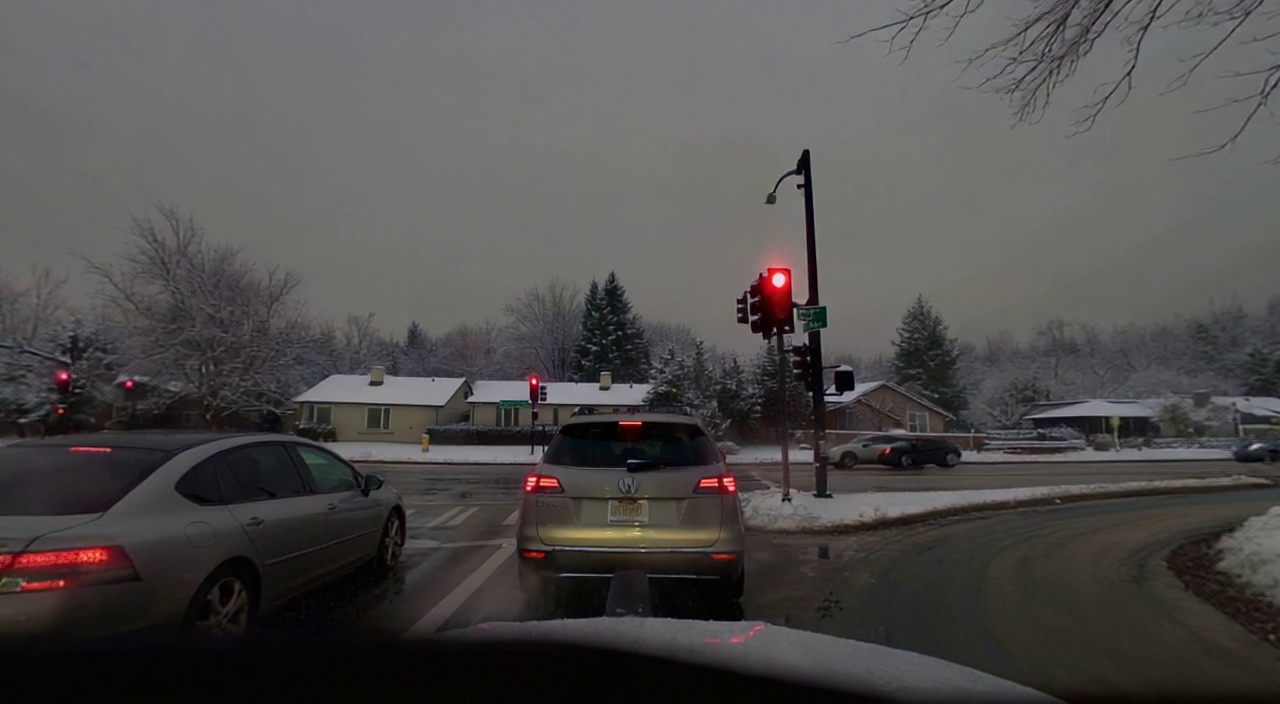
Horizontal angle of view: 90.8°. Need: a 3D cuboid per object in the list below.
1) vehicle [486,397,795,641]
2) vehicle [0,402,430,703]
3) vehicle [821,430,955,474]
[{"bbox_3d":[-0.136,1.469,6.559,2.154,1.670,4.140,1,-9,-4],"label":"vehicle"},{"bbox_3d":[-3.291,1.273,4.711,2.035,1.492,4.415,0,-9,-2],"label":"vehicle"},{"bbox_3d":[10.481,4.260,27.019,4.887,1.769,2.035,-1,-9,6],"label":"vehicle"}]
